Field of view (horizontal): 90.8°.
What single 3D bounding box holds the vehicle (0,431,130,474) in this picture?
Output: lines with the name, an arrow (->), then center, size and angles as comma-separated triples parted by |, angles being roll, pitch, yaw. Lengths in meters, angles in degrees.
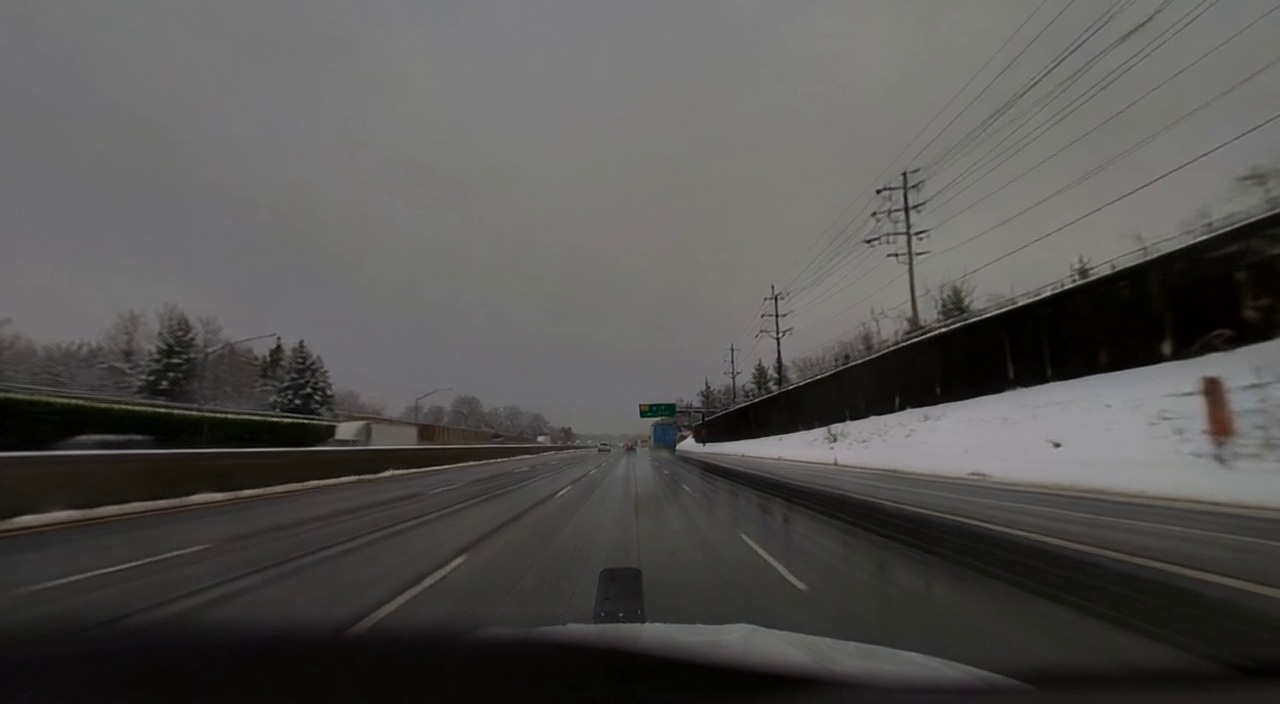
vehicle -> -21.223, 3.689, 23.372 | 1.713, 1.403, 3.550 | -2, -8, 0
